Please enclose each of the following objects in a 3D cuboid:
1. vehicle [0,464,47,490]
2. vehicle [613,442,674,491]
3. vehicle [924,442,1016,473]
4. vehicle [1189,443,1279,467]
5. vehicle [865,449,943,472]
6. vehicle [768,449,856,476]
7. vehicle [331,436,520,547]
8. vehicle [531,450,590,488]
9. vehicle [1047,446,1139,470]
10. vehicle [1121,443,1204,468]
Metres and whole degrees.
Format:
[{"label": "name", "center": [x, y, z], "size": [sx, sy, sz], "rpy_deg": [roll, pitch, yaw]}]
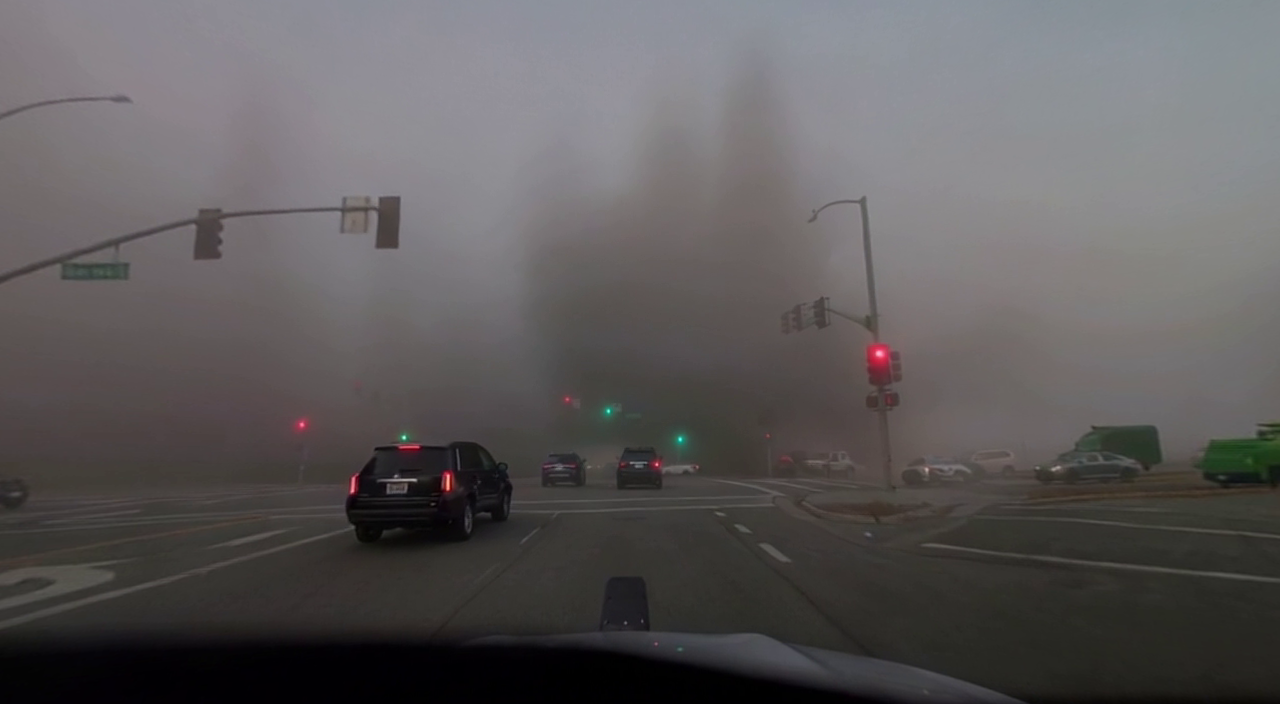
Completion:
[{"label": "vehicle", "center": [-49.698, 9.747, 49.310], "size": [4.587, 1.833, 2.154], "rpy_deg": [-1, -8, 6]}, {"label": "vehicle", "center": [0.151, 4.319, 24.246], "size": [2.163, 1.678, 3.846], "rpy_deg": [0, -8, 1]}, {"label": "vehicle", "center": [20.919, 6.684, 40.088], "size": [4.585, 1.681, 2.140], "rpy_deg": [-3, -9, 0]}, {"label": "vehicle", "center": [37.991, 6.515, 40.063], "size": [4.525, 1.468, 1.839], "rpy_deg": [0, -8, -5]}, {"label": "vehicle", "center": [18.323, 7.567, 43.870], "size": [4.478, 1.495, 2.063], "rpy_deg": [0, -8, -1]}, {"label": "vehicle", "center": [10.838, 7.010, 39.886], "size": [4.875, 1.473, 2.077], "rpy_deg": [-2, -11, -2]}, {"label": "vehicle", "center": [-3.346, 2.198, 10.642], "size": [1.960, 1.528, 3.490], "rpy_deg": [0, -8, 0]}, {"label": "vehicle", "center": [-3.420, 5.126, 27.964], "size": [2.013, 1.474, 4.393], "rpy_deg": [0, -8, 1]}, {"label": "vehicle", "center": [28.849, 6.769, 40.257], "size": [4.365, 1.448, 1.928], "rpy_deg": [0, -8, 0]}, {"label": "vehicle", "center": [39.661, 7.851, 47.865], "size": [4.580, 1.807, 1.967], "rpy_deg": [0, -8, -3]}]
